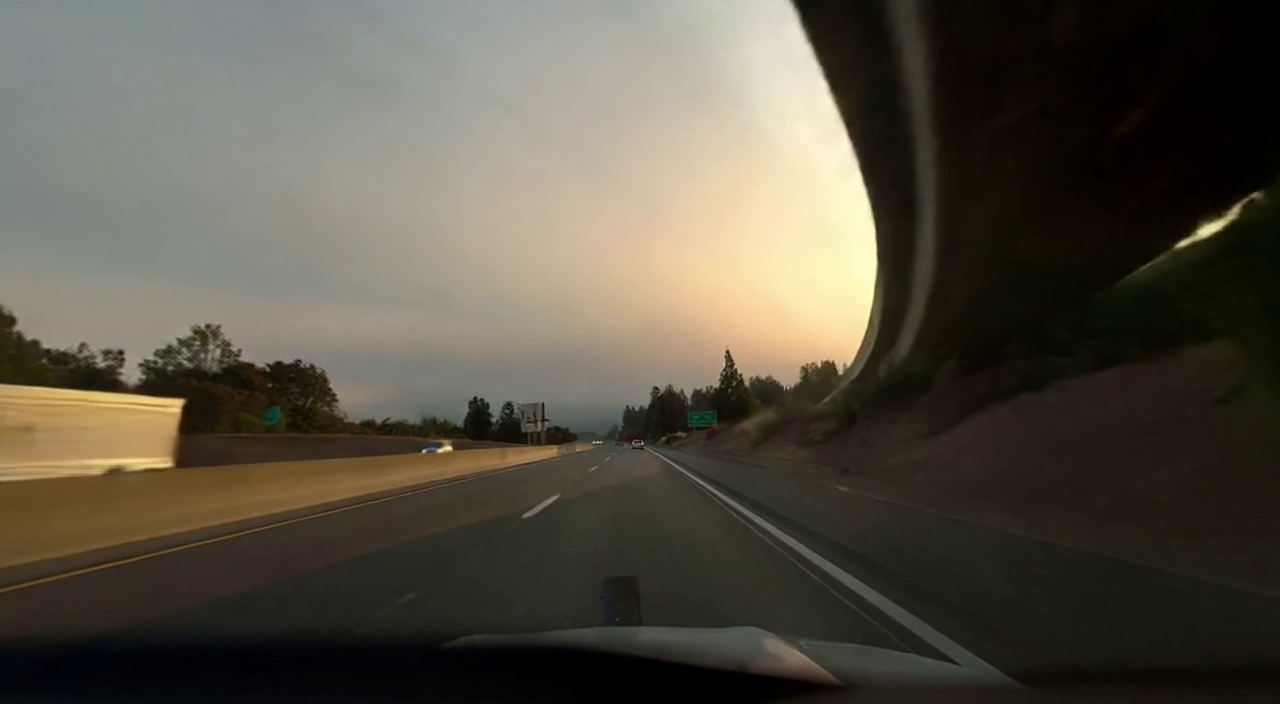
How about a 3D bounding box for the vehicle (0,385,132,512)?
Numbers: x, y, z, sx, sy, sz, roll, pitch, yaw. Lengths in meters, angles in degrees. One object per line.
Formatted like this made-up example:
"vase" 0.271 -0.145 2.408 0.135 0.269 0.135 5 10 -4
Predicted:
"vehicle" -17.206 2.437 15.811 2.858 3.086 7.172 0 -8 -1
